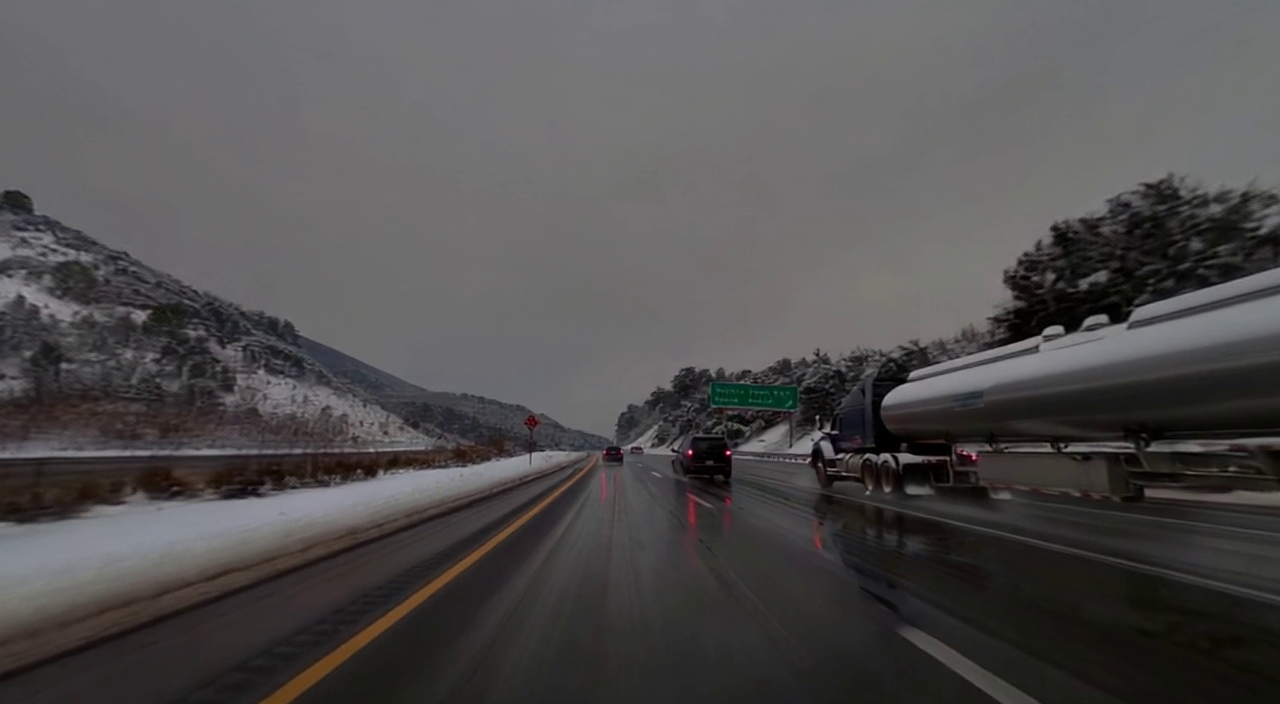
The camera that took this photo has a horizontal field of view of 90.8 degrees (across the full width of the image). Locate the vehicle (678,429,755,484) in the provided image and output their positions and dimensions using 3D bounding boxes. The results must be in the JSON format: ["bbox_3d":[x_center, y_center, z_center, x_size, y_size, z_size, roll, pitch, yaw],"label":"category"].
[{"bbox_3d":[2.688,3.825,23.359,2.098,1.794,4.561,0,-9,-3],"label":"vehicle"}]

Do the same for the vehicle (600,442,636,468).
[{"bbox_3d":[-1.380,6.188,38.082,2.083,1.477,3.965,0,-9,-3],"label":"vehicle"}]

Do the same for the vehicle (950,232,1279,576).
[{"bbox_3d":[7.442,0.661,7.097,2.805,3.212,9.978,0,-9,0],"label":"vehicle"}]
